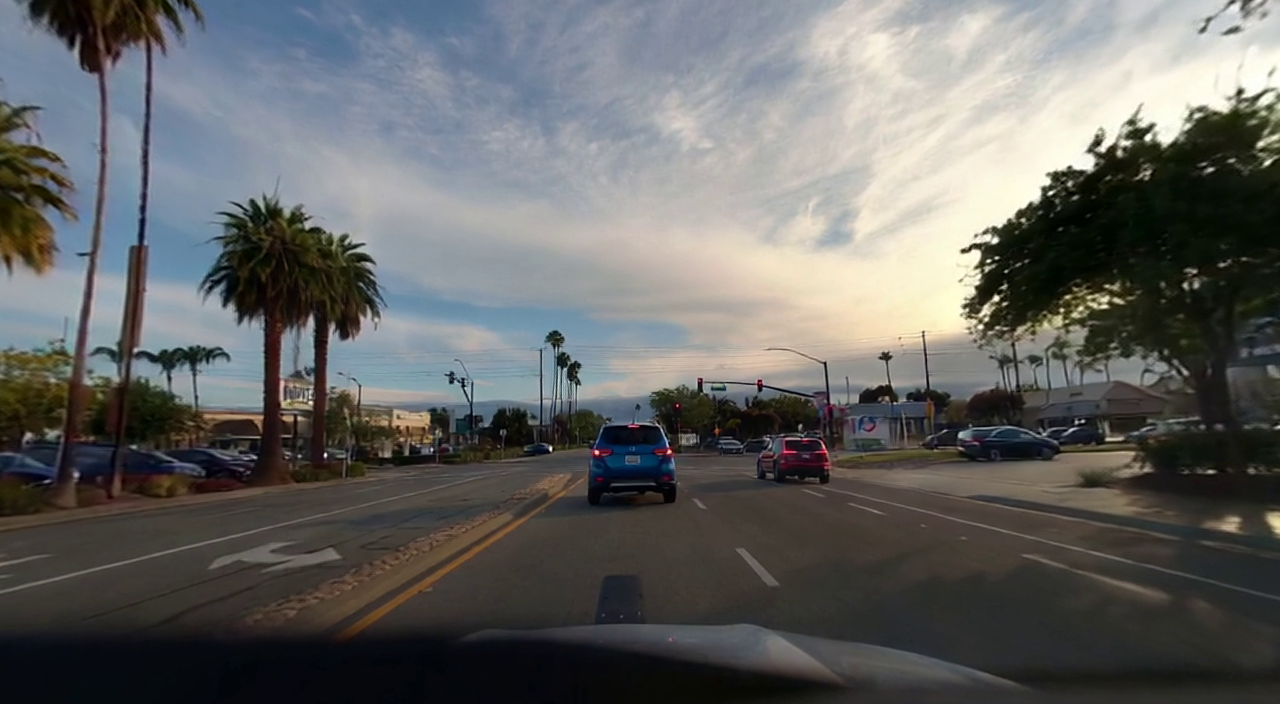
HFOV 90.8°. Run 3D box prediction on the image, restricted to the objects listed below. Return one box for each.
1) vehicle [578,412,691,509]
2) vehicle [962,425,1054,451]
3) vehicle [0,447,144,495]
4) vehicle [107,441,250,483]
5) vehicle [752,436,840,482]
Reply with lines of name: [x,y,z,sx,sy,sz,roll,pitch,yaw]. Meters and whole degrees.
vehicle: [-0.296,2.542,15.144,2.263,1.932,4.709,1,-9,-5]
vehicle: [26.915,6.348,46.390,5.390,1.773,2.119,-3,-9,16]
vehicle: [-19.638,3.961,21.201,4.370,1.504,1.864,0,-9,2]
vehicle: [-19.319,4.609,26.578,4.510,1.682,1.902,0,-9,2]
vehicle: [5.798,4.041,24.140,2.086,1.560,4.542,0,-9,-2]
